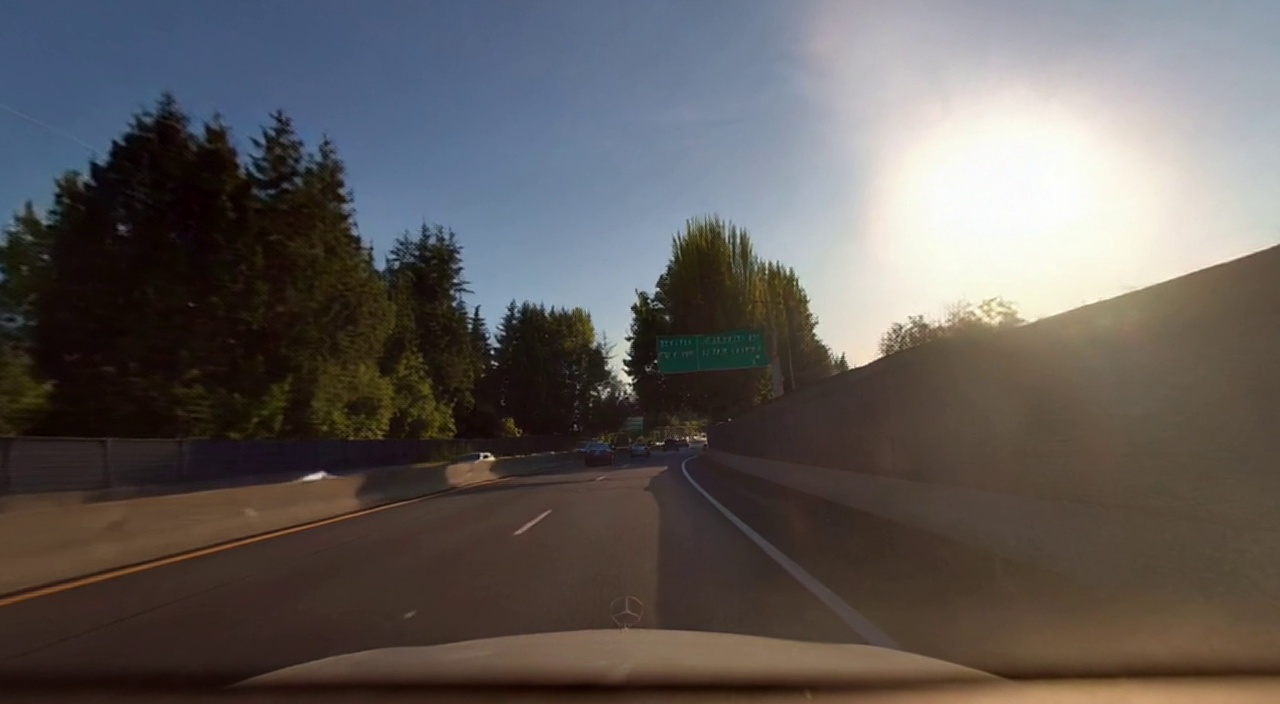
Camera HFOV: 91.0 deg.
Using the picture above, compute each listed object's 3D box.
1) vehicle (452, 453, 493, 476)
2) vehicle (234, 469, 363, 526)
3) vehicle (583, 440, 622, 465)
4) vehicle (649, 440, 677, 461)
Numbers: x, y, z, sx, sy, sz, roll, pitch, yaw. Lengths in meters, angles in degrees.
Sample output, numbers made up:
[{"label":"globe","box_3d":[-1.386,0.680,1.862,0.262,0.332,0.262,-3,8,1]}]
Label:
[{"label":"vehicle","box_3d":[-12.977,8.711,48.910,1.795,1.604,4.254,-1,-8,3]},{"label":"vehicle","box_3d":[-10.546,4.497,19.820,1.758,1.406,4.118,0,-8,0]},{"label":"vehicle","box_3d":[-2.388,6.528,41.029,1.985,1.518,3.847,-1,-8,4]},{"label":"vehicle","box_3d":[1.857,7.708,49.287,2.077,1.533,3.854,-1,-8,4]}]
